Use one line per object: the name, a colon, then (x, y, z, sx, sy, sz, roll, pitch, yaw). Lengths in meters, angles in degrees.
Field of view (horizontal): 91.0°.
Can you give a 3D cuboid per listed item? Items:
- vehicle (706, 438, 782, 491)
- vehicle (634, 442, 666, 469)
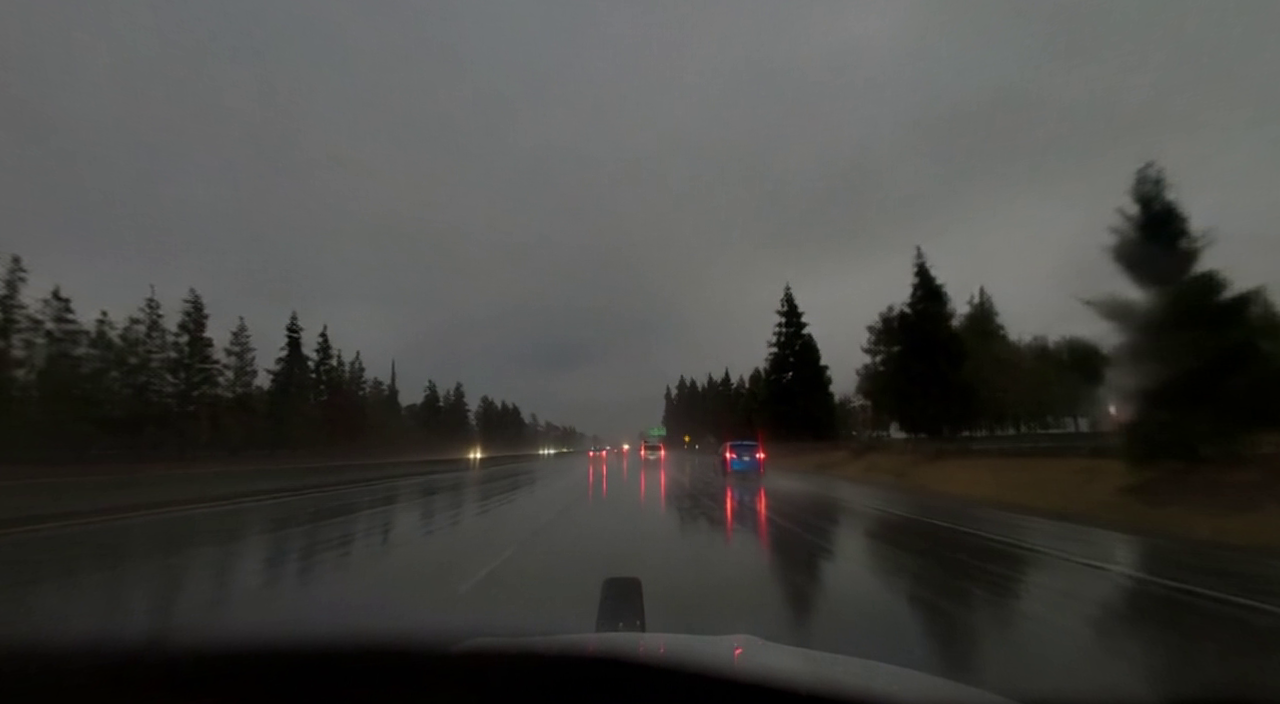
vehicle: (3.720, 4.125, 23.400, 2.082, 1.720, 4.393, 1, -9, 0)
vehicle: (0.649, 7.424, 45.167, 2.205, 1.785, 4.423, 1, -9, -1)
